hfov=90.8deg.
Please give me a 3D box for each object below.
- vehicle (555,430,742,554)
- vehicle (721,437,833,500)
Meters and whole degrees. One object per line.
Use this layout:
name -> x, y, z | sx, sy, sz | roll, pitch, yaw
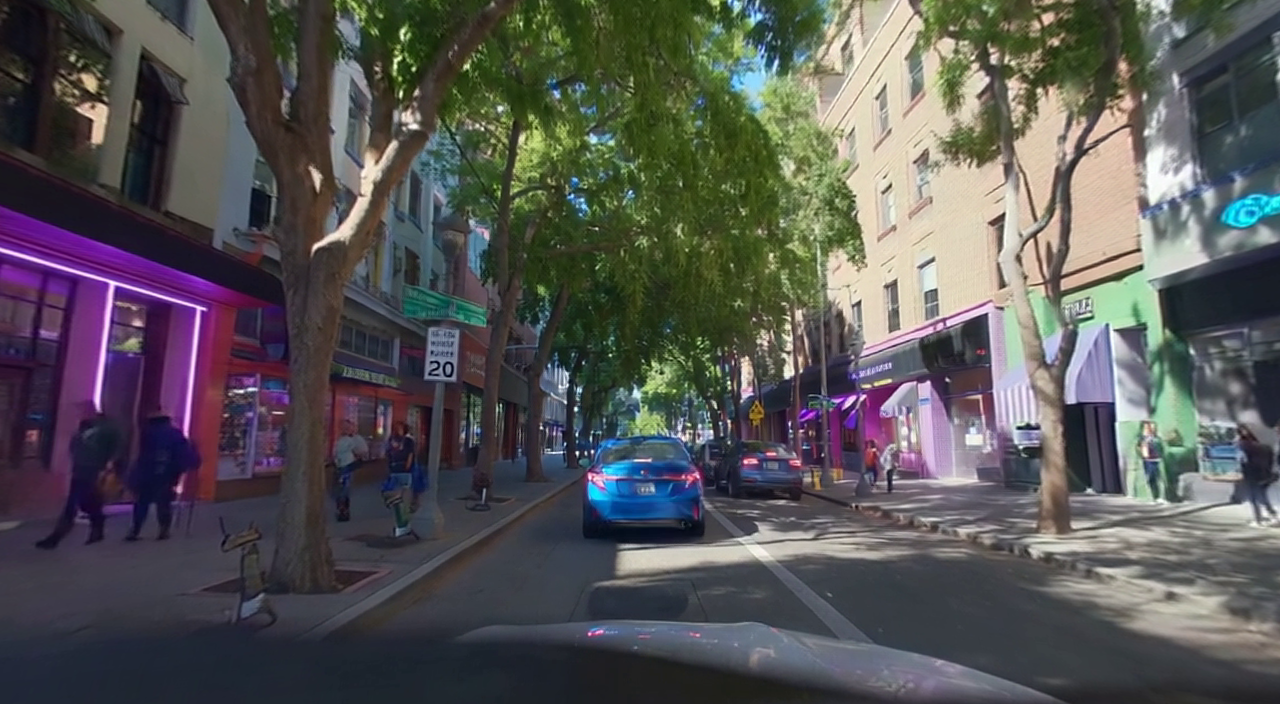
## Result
vehicle -> 0.064, 2.003, 9.771 | 2.261, 1.474, 4.130 | 0, -8, -1
vehicle -> 3.615, 3.164, 17.601 | 2.025, 1.523, 4.426 | 0, -9, -1
